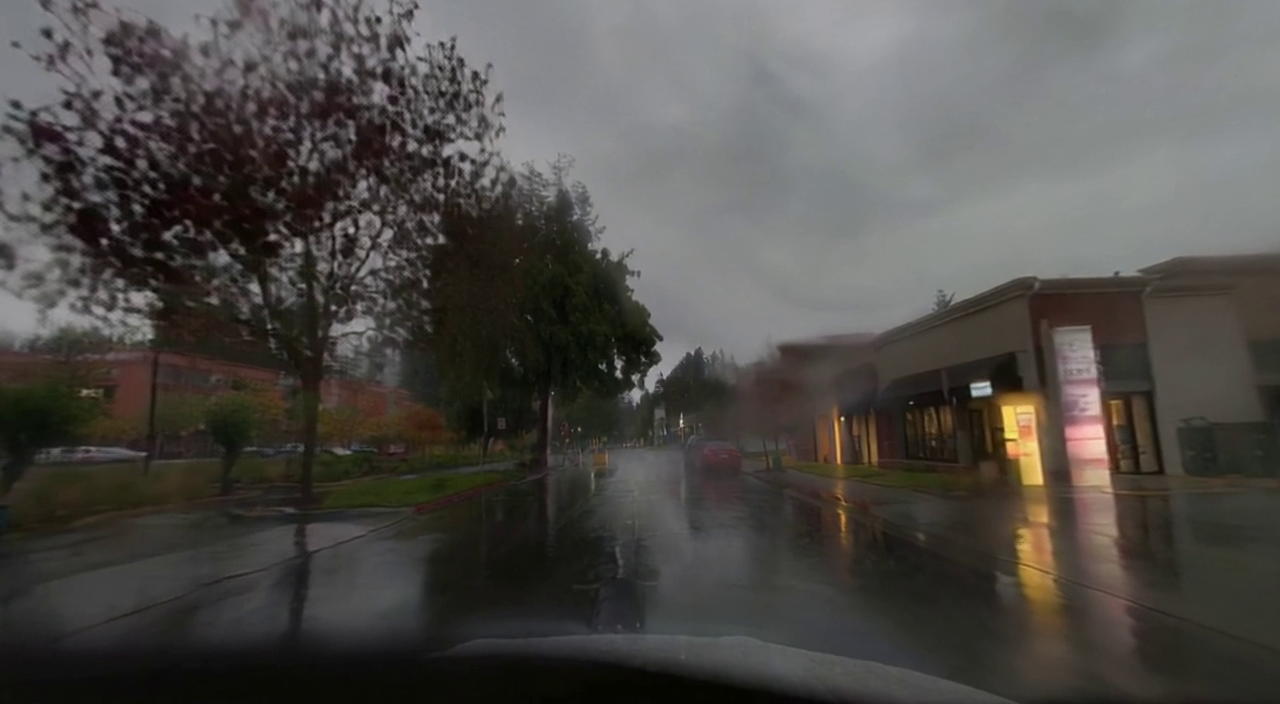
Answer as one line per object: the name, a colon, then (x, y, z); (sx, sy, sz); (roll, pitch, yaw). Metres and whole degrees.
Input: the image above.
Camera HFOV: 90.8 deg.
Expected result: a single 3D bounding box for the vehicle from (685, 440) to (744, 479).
vehicle: (3.127, 4.619, 27.419); (2.064, 1.532, 4.596); (0, -8, 1)
